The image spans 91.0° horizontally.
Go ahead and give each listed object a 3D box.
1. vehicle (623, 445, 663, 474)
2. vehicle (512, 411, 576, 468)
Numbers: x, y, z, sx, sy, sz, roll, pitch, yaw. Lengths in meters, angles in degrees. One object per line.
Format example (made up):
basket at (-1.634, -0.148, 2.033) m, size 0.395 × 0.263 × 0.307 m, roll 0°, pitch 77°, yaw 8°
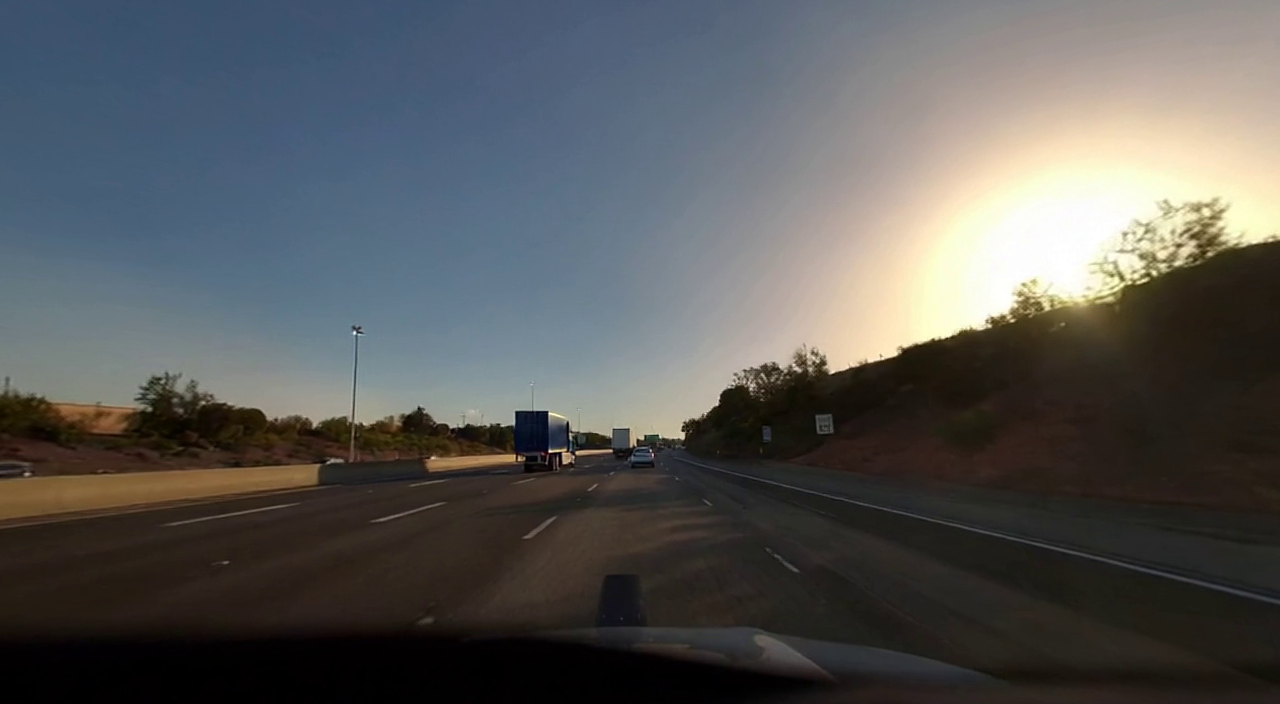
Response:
vehicle at (0.144, 5.847, 34.516) m, size 2.066 × 1.469 × 4.050 m, roll 0°, pitch -9°, yaw -1°
vehicle at (-6.991, 6.695, 47.774) m, size 3.067 × 3.804 × 11.136 m, roll 0°, pitch -9°, yaw 0°
